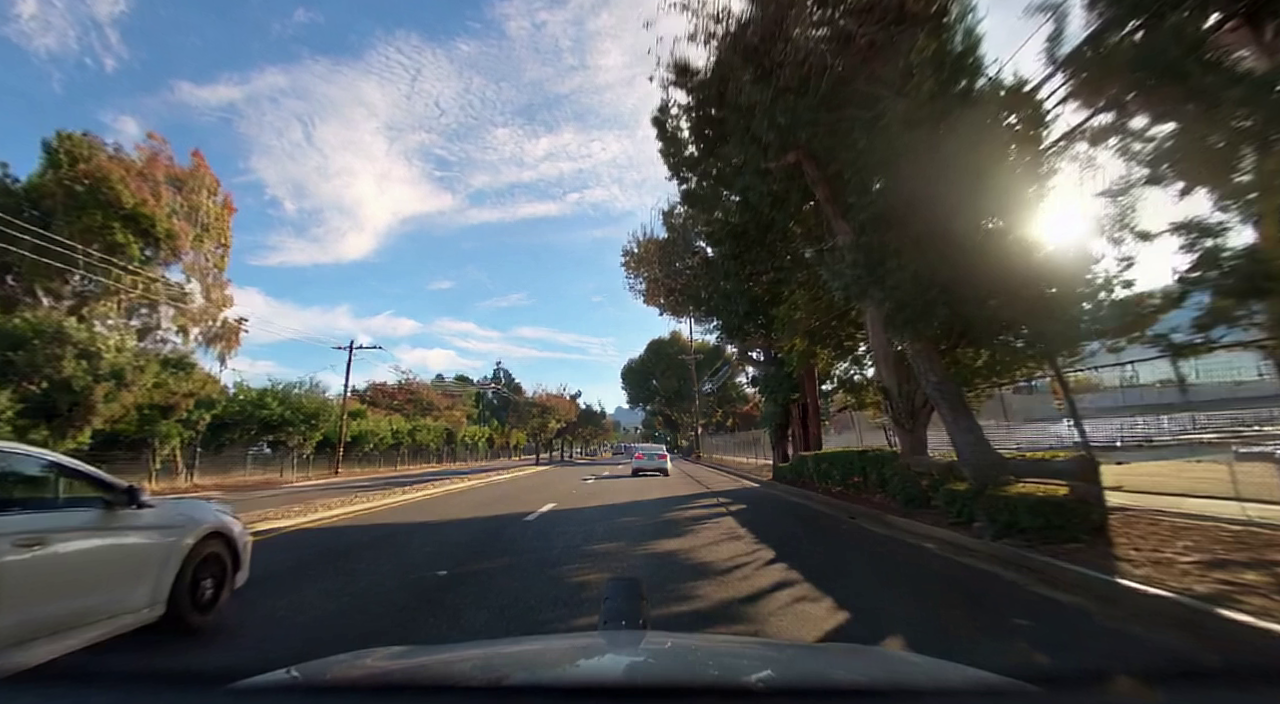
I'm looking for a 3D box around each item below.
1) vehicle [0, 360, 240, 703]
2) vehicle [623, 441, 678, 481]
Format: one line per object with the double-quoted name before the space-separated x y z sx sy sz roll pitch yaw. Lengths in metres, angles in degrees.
"vehicle" -3.893 0.808 2.286 1.950 1.692 4.397 0 -8 0
"vehicle" 0.412 4.436 25.774 2.059 1.486 3.980 0 -8 1
